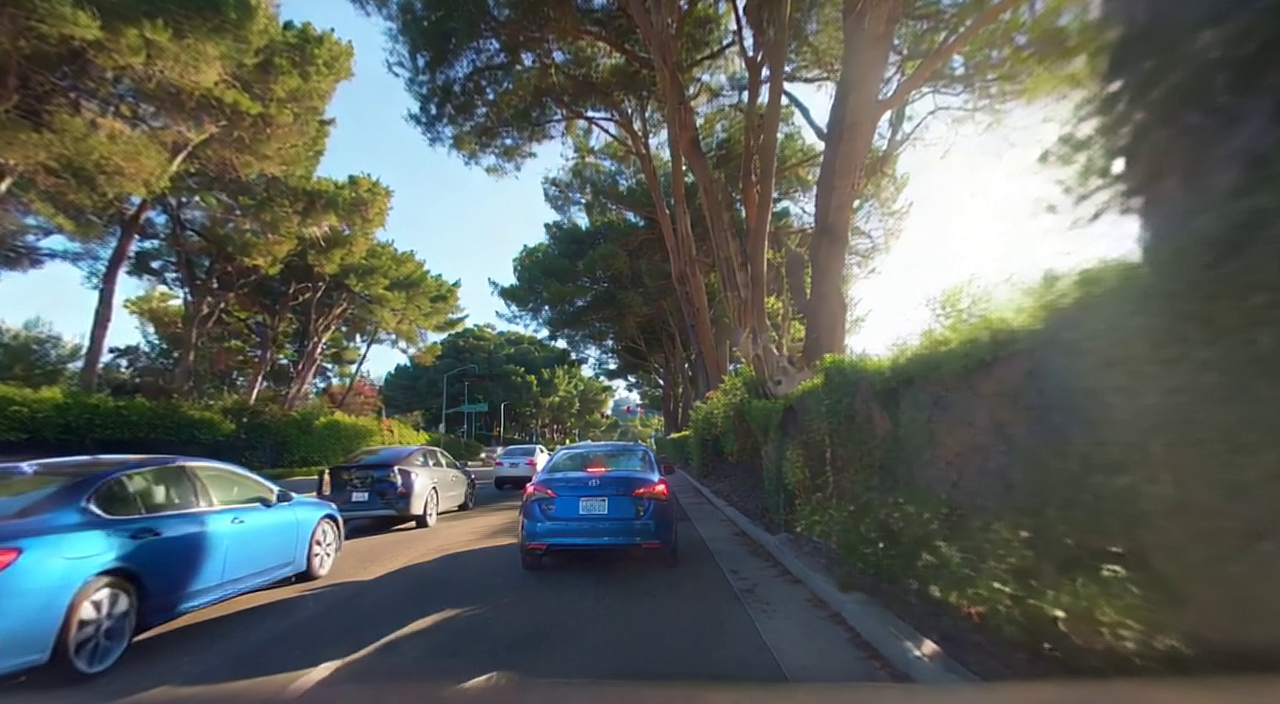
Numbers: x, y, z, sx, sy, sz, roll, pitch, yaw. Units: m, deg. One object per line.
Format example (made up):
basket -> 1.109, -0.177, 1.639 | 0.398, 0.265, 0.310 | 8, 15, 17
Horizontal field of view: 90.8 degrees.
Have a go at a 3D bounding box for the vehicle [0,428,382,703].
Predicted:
vehicle -> -3.813, 1.358, 4.916 | 1.784, 1.408, 4.141 | 0, -8, 1

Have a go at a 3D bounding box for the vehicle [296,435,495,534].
vehicle -> -4.256, 2.356, 11.914 | 1.898, 1.503, 4.453 | 0, -9, 1

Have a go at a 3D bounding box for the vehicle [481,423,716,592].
vehicle -> -0.416, 1.719, 7.847 | 2.127, 1.517, 4.090 | 0, -9, -1
